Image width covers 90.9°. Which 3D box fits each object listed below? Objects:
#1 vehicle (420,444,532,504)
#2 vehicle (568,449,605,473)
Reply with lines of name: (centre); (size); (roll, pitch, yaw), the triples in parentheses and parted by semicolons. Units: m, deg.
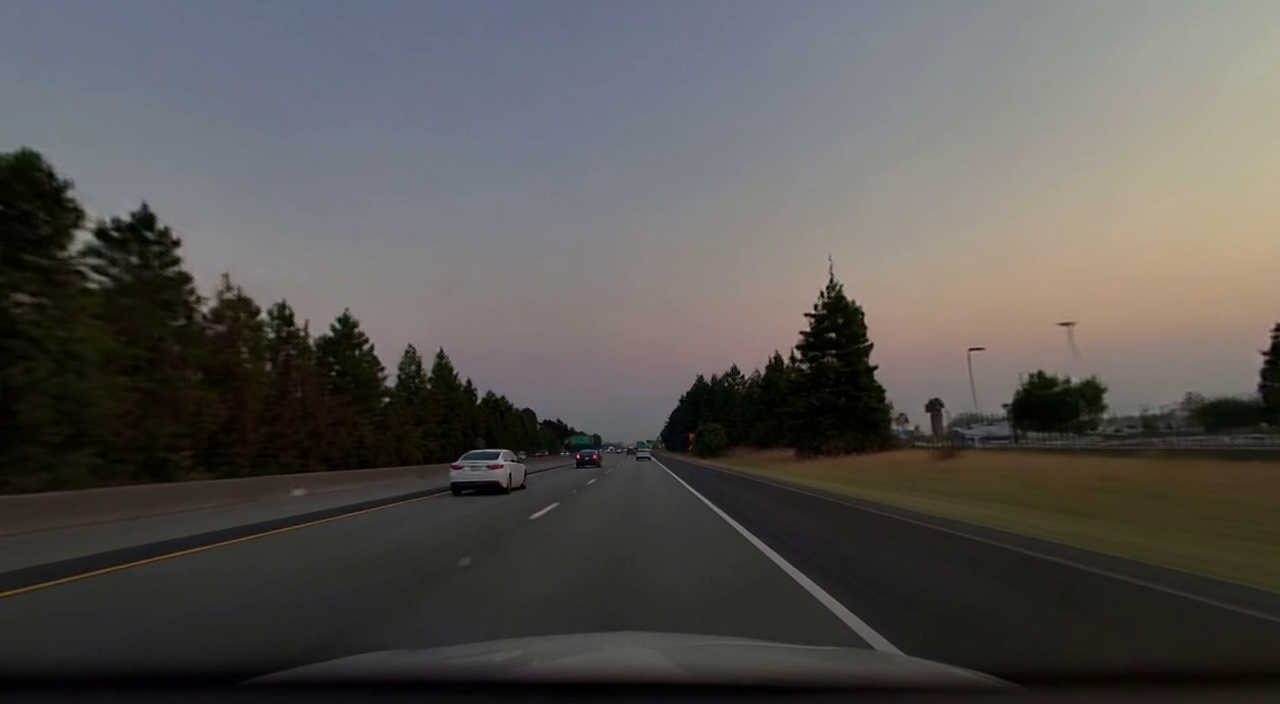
vehicle: (-4.571, 3.472, 18.385); (1.975, 1.501, 4.603); (0, -9, 1)
vehicle: (-3.403, 7.012, 40.743); (2.005, 1.474, 3.921); (0, -9, 1)
